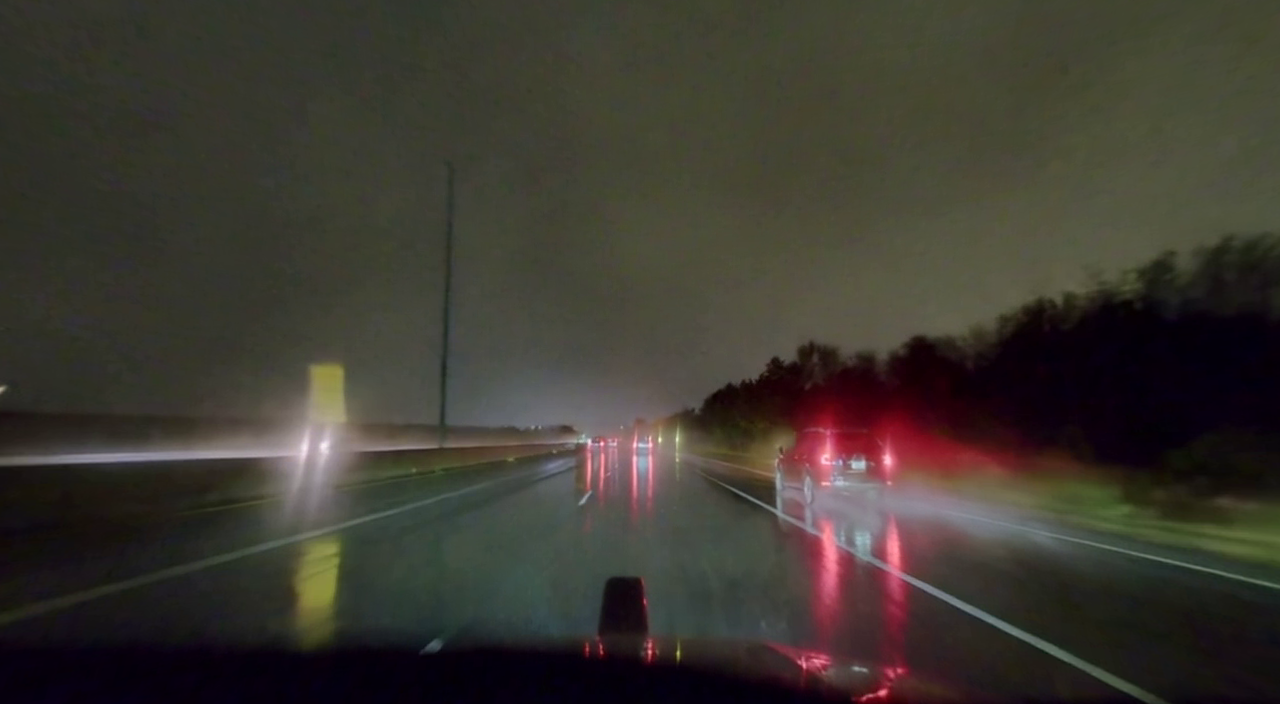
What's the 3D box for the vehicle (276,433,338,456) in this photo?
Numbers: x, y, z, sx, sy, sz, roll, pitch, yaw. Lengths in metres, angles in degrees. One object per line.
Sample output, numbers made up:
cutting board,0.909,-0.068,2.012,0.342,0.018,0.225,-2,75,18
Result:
vehicle,-22.403,6.226,42.559,1.789,1.465,4.402,0,-8,0
